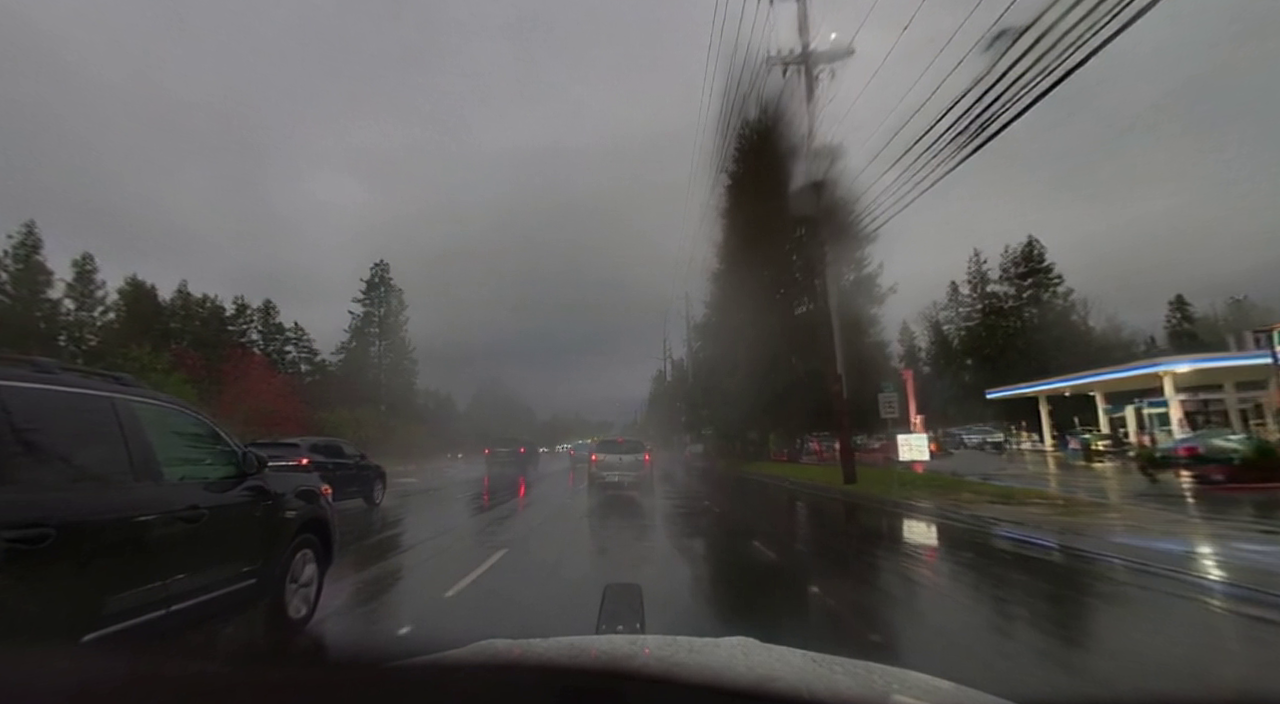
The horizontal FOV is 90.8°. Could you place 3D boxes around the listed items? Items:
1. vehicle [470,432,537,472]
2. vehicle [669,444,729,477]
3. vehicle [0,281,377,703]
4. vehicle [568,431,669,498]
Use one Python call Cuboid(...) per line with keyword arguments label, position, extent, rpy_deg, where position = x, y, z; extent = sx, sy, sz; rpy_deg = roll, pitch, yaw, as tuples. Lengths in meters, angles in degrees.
Cuboid(label="vehicle", position=(-7.009, 5.206, 33.148), extent=(2.385, 1.918, 5.056), rpy_deg=(0, -9, 0))
Cuboid(label="vehicle", position=(2.501, 4.753, 27.929), extent=(2.065, 1.302, 4.416), rpy_deg=(0, -8, -2))
Cuboid(label="vehicle", position=(-3.058, 0.687, 2.662), extent=(1.922, 1.642, 4.547), rpy_deg=(0, -9, 0))
Cuboid(label="vehicle", position=(-0.470, 2.765, 15.848), extent=(2.189, 1.437, 4.135), rpy_deg=(0, -9, 0))
